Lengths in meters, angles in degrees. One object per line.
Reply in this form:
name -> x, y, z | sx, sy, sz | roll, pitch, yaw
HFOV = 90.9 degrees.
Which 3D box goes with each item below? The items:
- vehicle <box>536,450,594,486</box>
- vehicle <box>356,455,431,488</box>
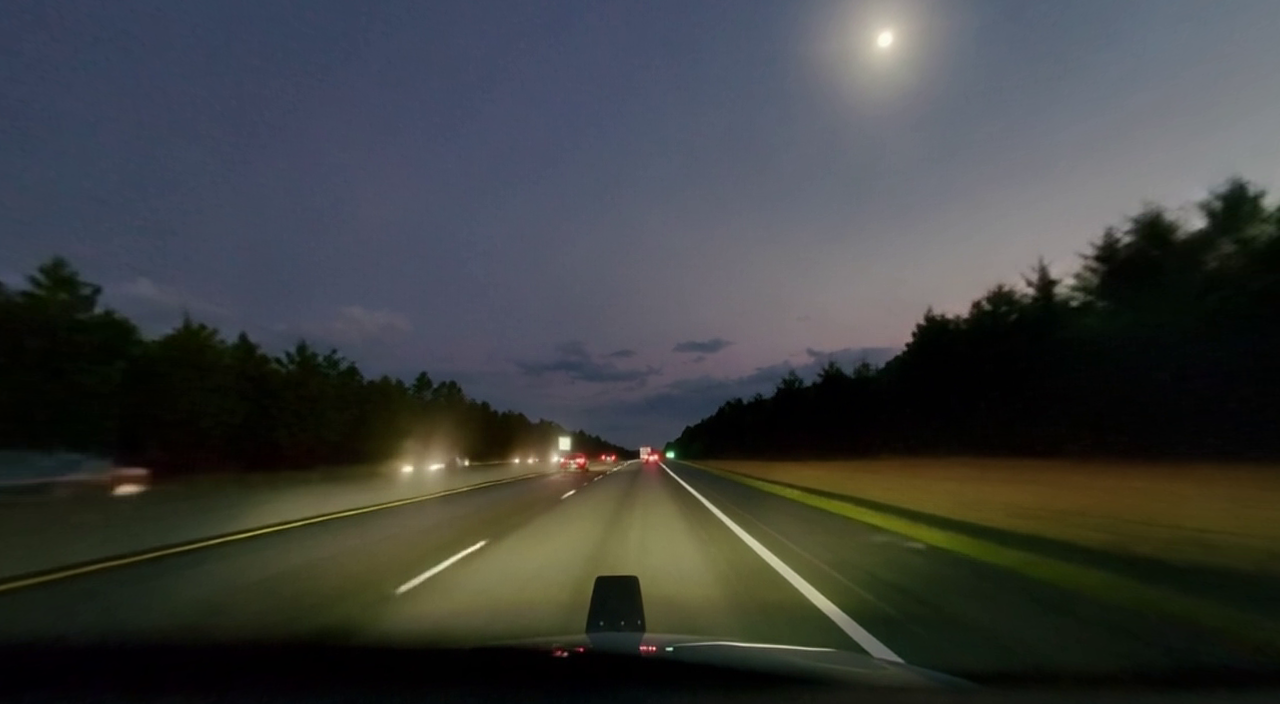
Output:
vehicle -> -3.238, 5.118, 28.064 | 1.970, 1.483, 4.097 | -1, -9, 1
vehicle -> -12.143, 5.881, 31.385 | 1.931, 1.490, 4.511 | 0, -9, 0
